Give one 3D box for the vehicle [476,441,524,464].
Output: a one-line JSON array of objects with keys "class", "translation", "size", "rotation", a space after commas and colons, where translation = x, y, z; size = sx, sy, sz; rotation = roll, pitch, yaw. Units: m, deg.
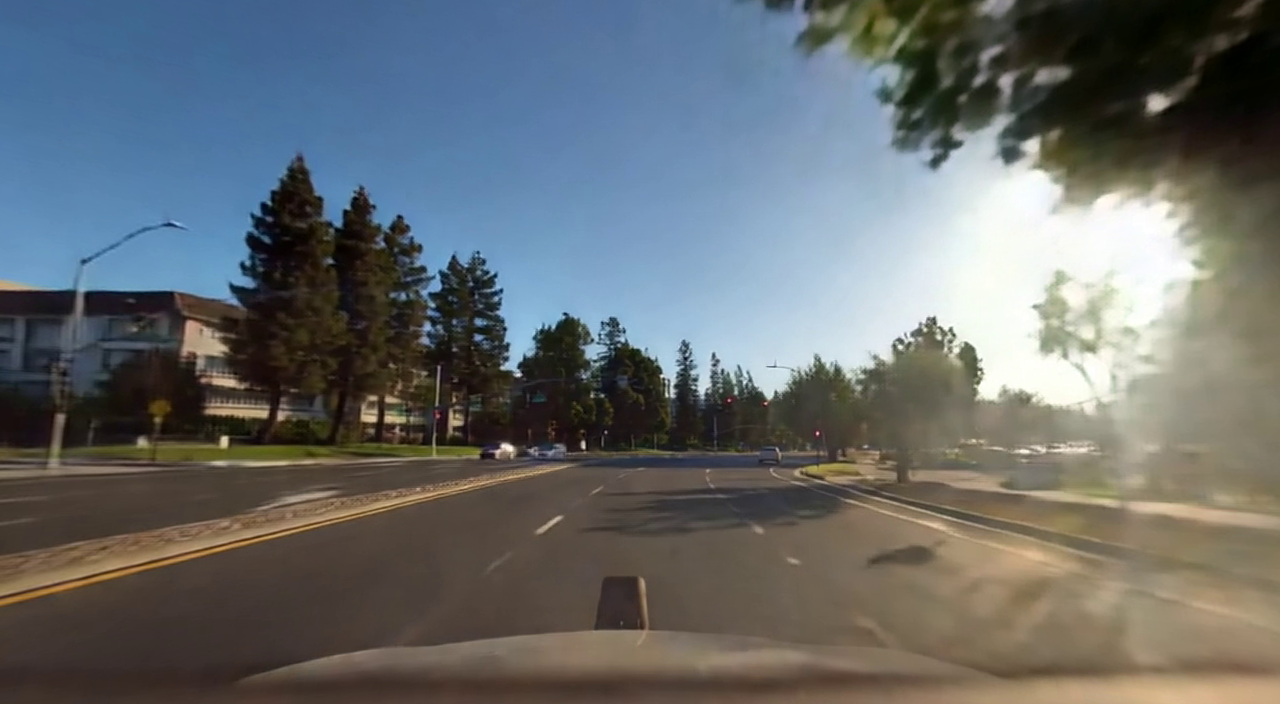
[{"class": "vehicle", "translation": [-10.924, 7.881, 49.508], "size": [2.080, 1.695, 4.454], "rotation": [-1, -9, 10]}]
